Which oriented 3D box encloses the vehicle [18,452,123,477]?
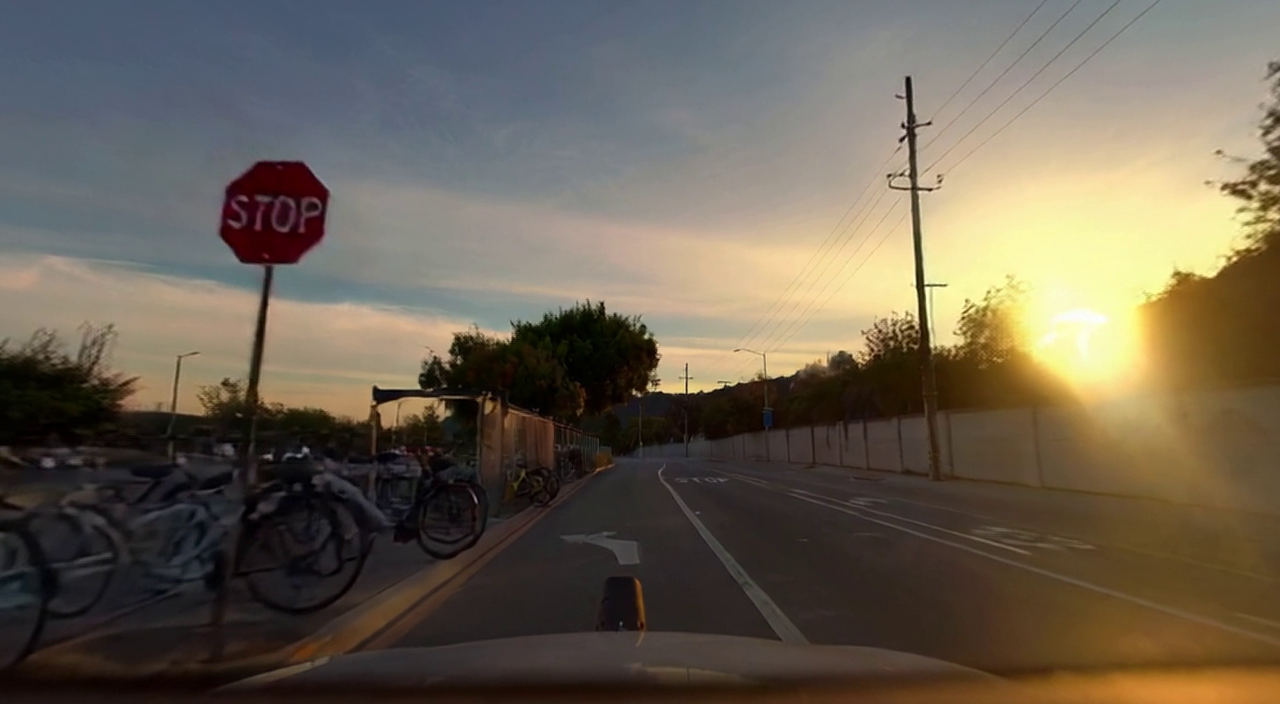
[{"bbox_3d":[-33.786,6.668,37.560,4.327,1.402,1.757,0,-9,-4],"label":"vehicle"}]
